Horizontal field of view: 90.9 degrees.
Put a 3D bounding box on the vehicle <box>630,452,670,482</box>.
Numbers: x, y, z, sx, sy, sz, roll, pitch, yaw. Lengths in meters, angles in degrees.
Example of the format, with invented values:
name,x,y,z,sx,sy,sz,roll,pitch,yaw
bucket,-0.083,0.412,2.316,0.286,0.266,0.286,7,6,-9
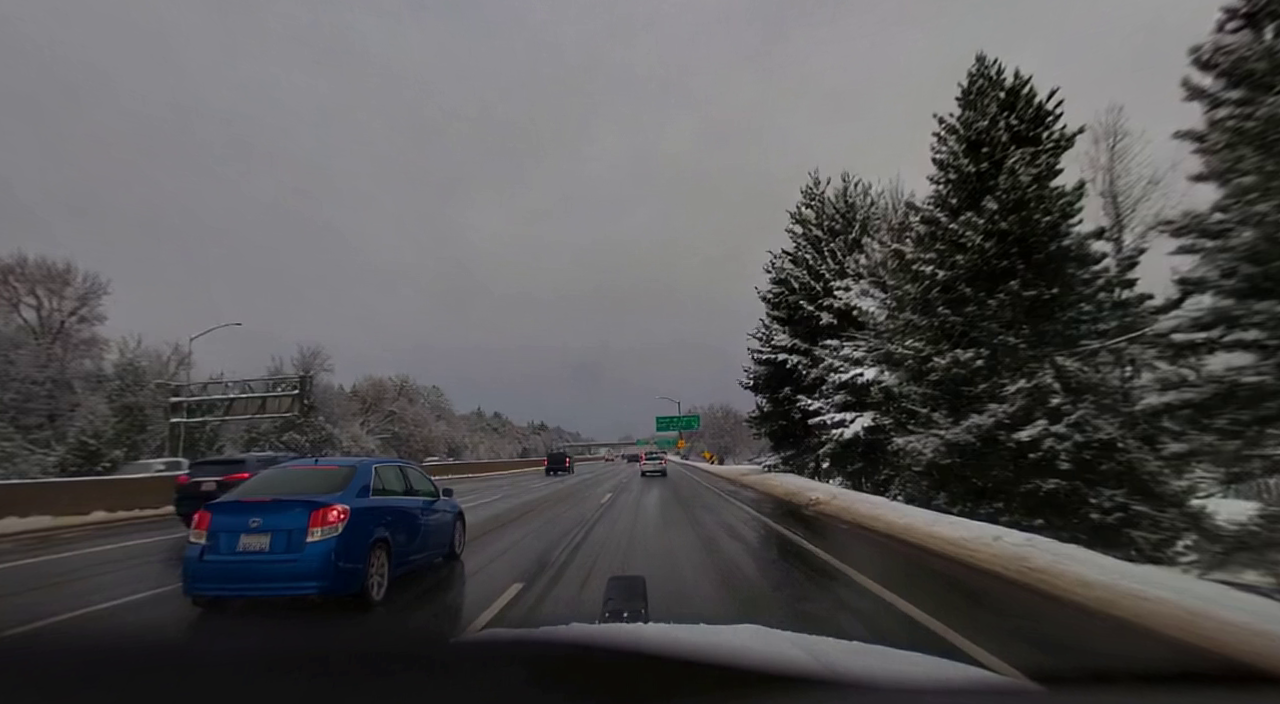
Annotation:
name,x,y,z,sx,sy,sz,roll,pitch,yaw
vehicle,0.547,6.268,34.610,2.051,1.443,3.770,-1,-8,1

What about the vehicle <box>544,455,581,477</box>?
name,x,y,z,sx,sy,sz,roll,pitch,yaw
vehicle,-5.810,8.593,47.762,2.018,1.519,4.380,-1,-8,3

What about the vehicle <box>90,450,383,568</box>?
name,x,y,z,sx,sy,sz,roll,pitch,yaw
vehicle,-6.367,2.466,10.753,2.075,1.528,4.327,-1,-8,1
